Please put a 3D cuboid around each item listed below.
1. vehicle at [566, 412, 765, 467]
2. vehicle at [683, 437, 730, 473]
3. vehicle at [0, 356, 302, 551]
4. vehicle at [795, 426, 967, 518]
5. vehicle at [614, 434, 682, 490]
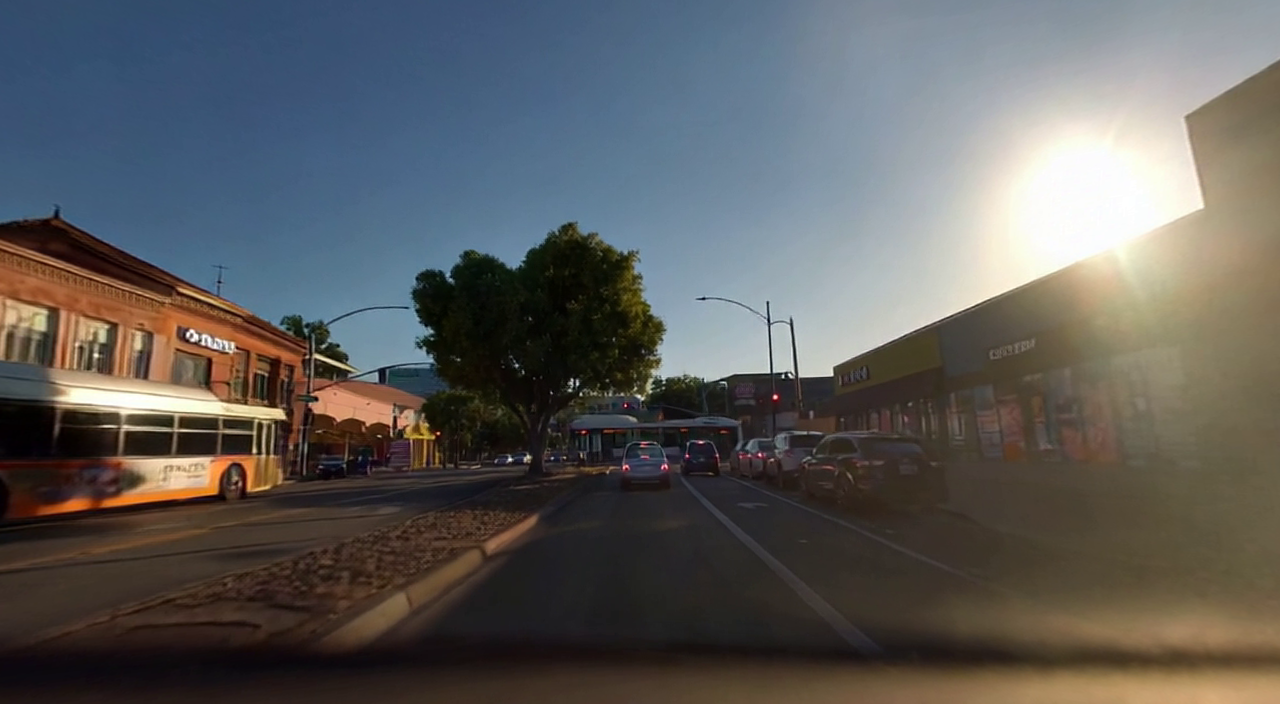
[{"bbox_3d":[1.721,5.952,42.883,12.978,3.538,3.117,0,-9,3],"label":"vehicle"},{"bbox_3d":[3.309,5.217,32.104,2.222,1.688,3.952,0,-9,3],"label":"vehicle"},{"bbox_3d":[-12.838,2.277,14.328,3.356,3.365,12.460,0,-9,0],"label":"vehicle"},{"bbox_3d":[5.000,2.553,13.880,2.014,1.681,4.332,0,-9,-1],"label":"vehicle"},{"bbox_3d":[0.190,3.739,21.715,2.089,1.699,4.650,1,-9,-1],"label":"vehicle"}]
